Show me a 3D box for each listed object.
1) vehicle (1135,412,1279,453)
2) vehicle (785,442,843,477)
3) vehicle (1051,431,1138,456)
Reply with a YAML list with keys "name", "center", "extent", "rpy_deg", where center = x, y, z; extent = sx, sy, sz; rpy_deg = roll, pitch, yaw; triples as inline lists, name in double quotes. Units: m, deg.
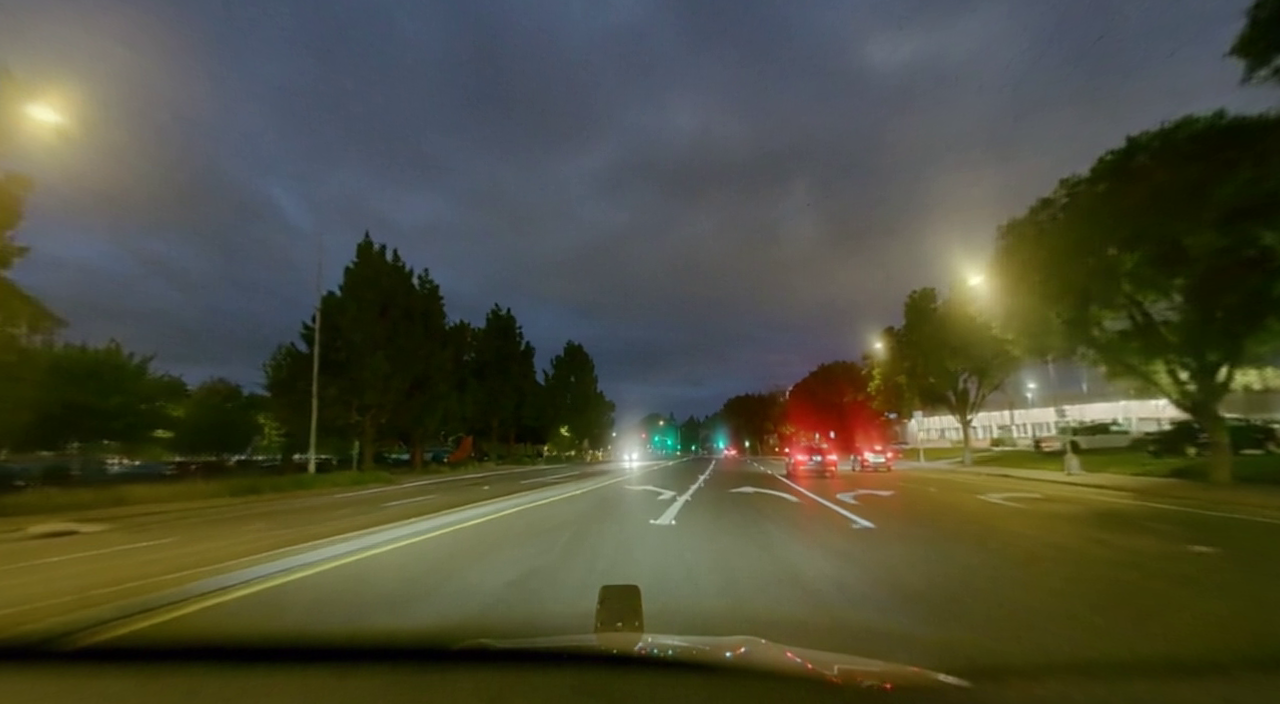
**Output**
- name: "vehicle"
  center: [25.835, 3.695, 28.779]
  extent: [4.440, 1.725, 2.255]
  rpy_deg: [-2, -9, 8]
- name: "vehicle"
  center: [8.667, 5.382, 31.916]
  extent: [2.181, 1.639, 4.127]
  rpy_deg: [-1, -9, 7]
- name: "vehicle"
  center: [27.531, 5.557, 38.349]
  extent: [3.881, 1.410, 1.702]
  rpy_deg: [-1, -9, 5]
